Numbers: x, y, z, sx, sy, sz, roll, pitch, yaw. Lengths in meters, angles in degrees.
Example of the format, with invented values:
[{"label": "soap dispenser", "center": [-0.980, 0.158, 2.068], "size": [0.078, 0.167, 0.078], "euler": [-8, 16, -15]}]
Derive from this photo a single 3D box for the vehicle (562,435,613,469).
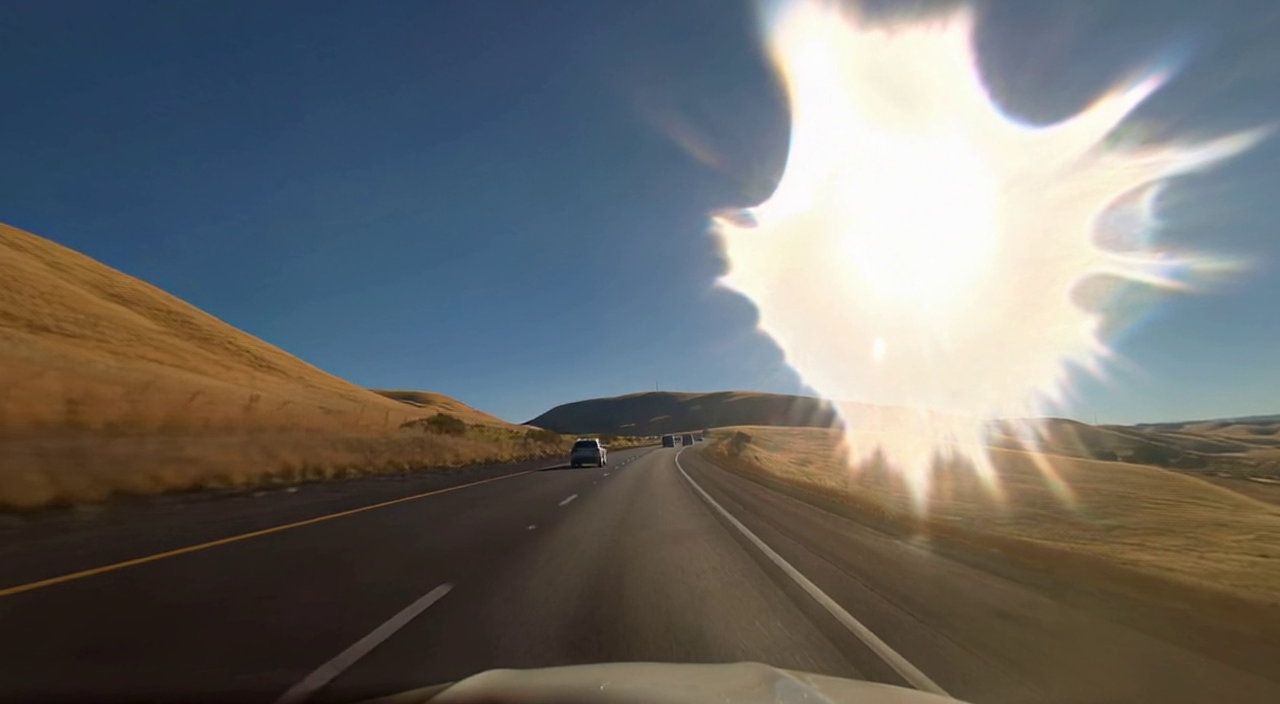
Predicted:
[{"label": "vehicle", "center": [-2.850, 5.636, 35.710], "size": [2.252, 1.743, 4.560], "euler": [-1, -8, 3]}]
